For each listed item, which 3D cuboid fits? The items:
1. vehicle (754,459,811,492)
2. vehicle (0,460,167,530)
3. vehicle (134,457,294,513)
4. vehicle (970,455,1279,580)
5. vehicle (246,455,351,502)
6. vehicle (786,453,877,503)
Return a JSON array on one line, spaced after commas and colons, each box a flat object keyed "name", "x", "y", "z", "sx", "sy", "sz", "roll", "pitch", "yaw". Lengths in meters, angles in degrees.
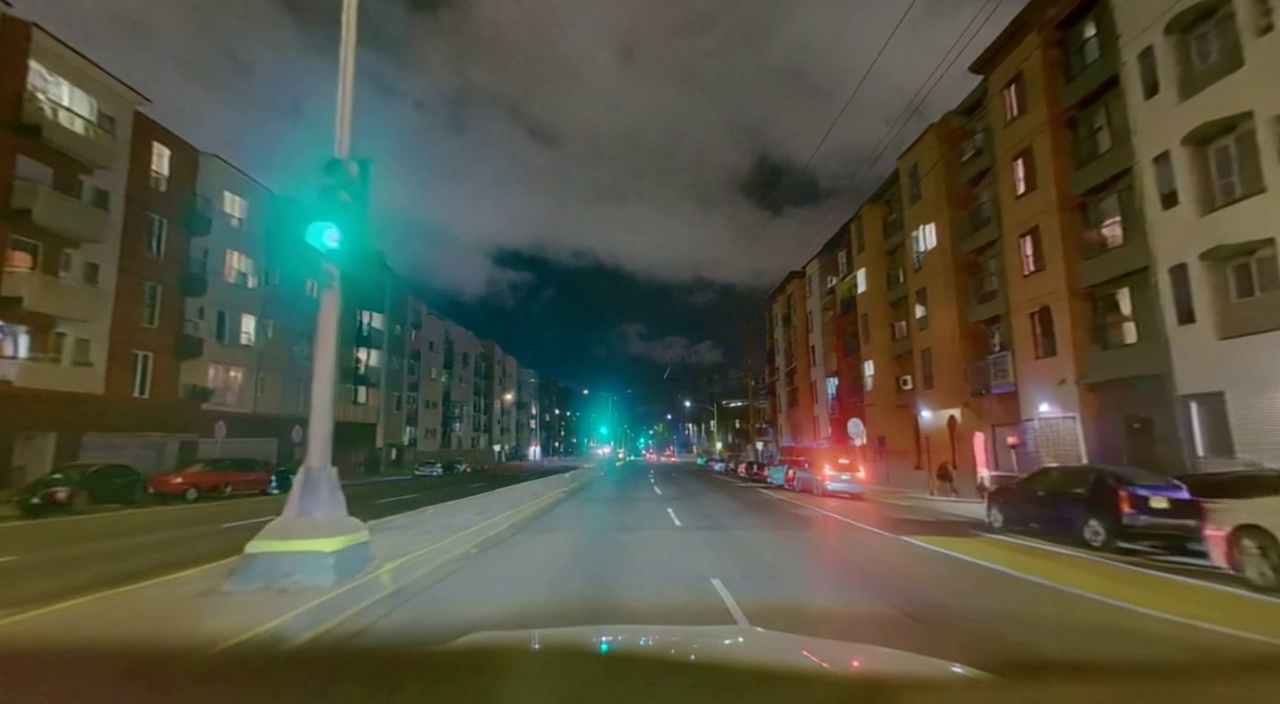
[{"name": "vehicle", "x": 7.544, "y": 6.586, "z": 33.972, "sx": 1.997, "sy": 1.517, "sz": 4.755, "roll": 0, "pitch": -8, "yaw": 0}, {"name": "vehicle", "x": -14.662, "y": 3.599, "z": 16.392, "sx": 1.879, "sy": 1.507, "sz": 3.745, "roll": 0, "pitch": -8, "yaw": -2}, {"name": "vehicle", "x": -14.674, "y": 4.557, "z": 22.224, "sx": 2.124, "sy": 1.626, "sz": 4.908, "roll": 0, "pitch": -8, "yaw": 1}, {"name": "vehicle", "x": 7.658, "y": 2.482, "z": 10.393, "sx": 1.941, "sy": 1.496, "sz": 4.656, "roll": 0, "pitch": -8, "yaw": 0}, {"name": "vehicle", "x": -14.671, "y": 5.430, "z": 27.542, "sx": 2.107, "sy": 1.771, "sz": 4.871, "roll": 0, "pitch": -8, "yaw": -4}, {"name": "vehicle", "x": 7.536, "y": 4.982, "z": 25.400, "sx": 2.143, "sy": 1.731, "sz": 4.781, "roll": 0, "pitch": -8, "yaw": 0}]
